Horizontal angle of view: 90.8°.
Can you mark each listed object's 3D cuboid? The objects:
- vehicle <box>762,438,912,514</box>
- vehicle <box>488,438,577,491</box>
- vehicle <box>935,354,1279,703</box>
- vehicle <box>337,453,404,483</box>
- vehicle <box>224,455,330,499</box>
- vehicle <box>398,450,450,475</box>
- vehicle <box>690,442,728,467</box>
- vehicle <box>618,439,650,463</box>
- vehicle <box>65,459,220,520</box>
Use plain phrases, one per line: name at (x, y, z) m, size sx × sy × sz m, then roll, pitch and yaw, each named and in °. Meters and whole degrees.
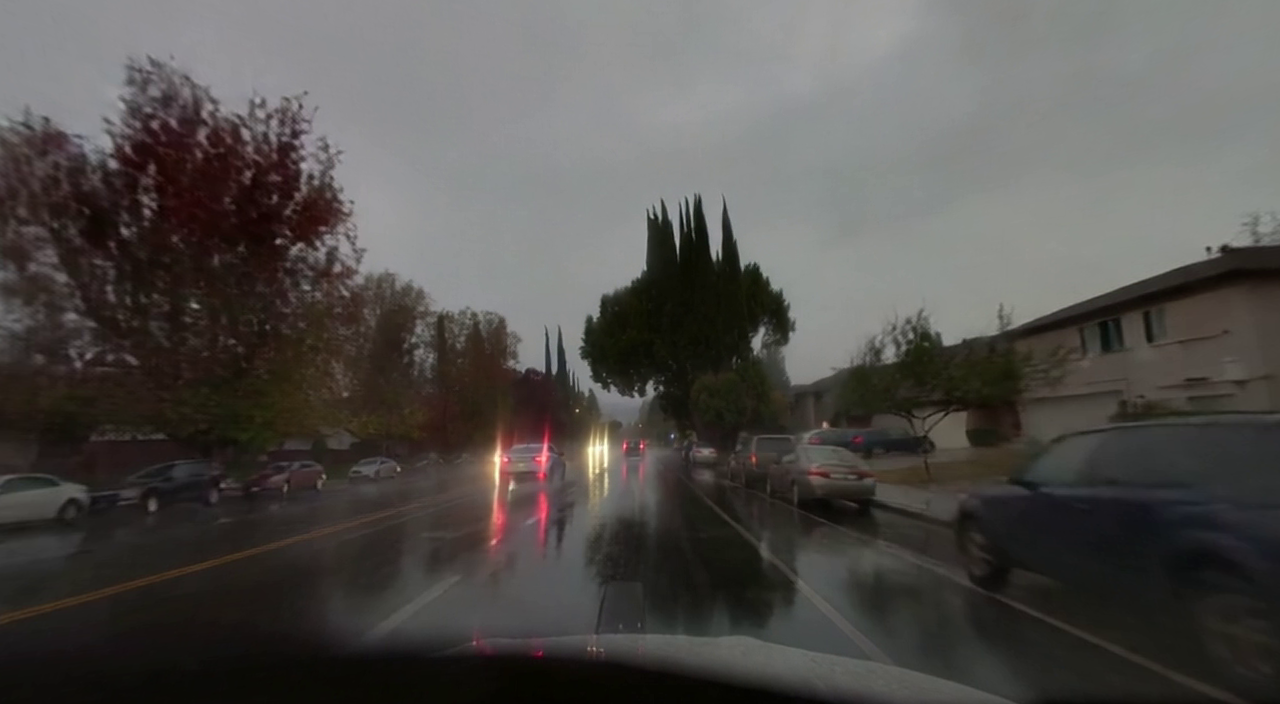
vehicle at (4.371, 2.814, 14.940) m, size 1.933 × 1.463 × 4.735 m, roll 0°, pitch -8°, yaw -1°
vehicle at (-3.260, 3.511, 20.142) m, size 2.027 × 1.477 × 4.413 m, roll 0°, pitch -8°, yaw 1°
vehicle at (4.117, 1.116, 4.464) m, size 1.943 × 1.788 × 4.462 m, roll 0°, pitch -8°, yaw 1°
vehicle at (-14.602, 6.283, 34.456) m, size 1.847 × 1.494 × 4.189 m, roll 0°, pitch -8°, yaw -1°
vehicle at (-14.730, 5.080, 25.930) m, size 1.811 × 1.433 × 4.564 m, roll -6°, pitch -10°, yaw -2°
vehicle at (-14.671, 7.530, 43.176) m, size 1.898 × 1.530 × 4.675 m, roll 0°, pitch -8°, yaw -1°
vehicle at (4.230, 6.352, 39.364) m, size 1.890 × 1.459 × 4.371 m, roll 0°, pitch -8°, yaw 0°
vehicle at (-0.405, 6.754, 43.231) m, size 2.088 × 1.495 × 4.048 m, roll 0°, pitch -8°, yaw -1°
vehicle at (-14.543, 4.011, 18.771) m, size 1.681 × 1.419 × 3.859 m, roll -5°, pitch -10°, yaw -4°
